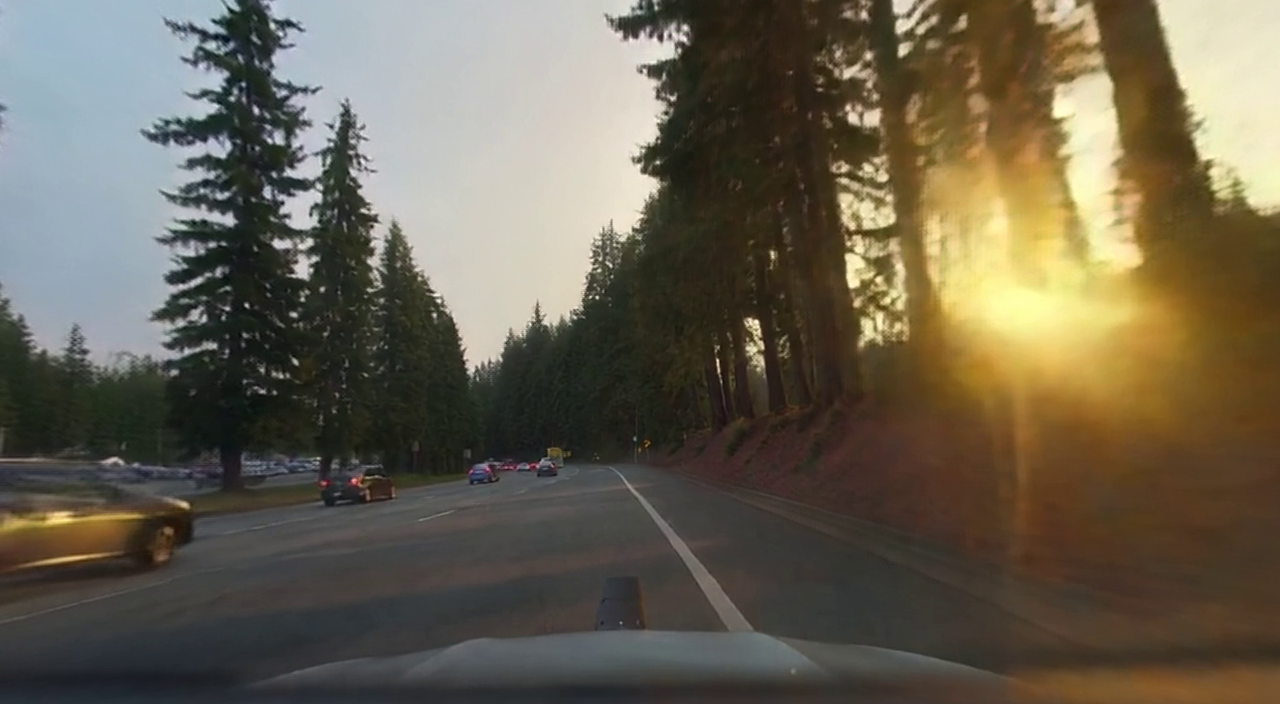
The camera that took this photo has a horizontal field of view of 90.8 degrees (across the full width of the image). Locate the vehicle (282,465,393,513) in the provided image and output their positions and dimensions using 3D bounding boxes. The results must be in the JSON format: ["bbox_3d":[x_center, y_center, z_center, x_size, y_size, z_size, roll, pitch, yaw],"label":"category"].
[{"bbox_3d":[-11.206,5.072,23.796,1.781,1.476,4.513,-1,-9,3],"label":"vehicle"}]

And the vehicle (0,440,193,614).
[{"bbox_3d":[-7.589,1.803,6.585,2.210,1.737,4.649,-1,-9,4],"label":"vehicle"}]

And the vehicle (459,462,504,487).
[{"bbox_3d":[-10.755,8.327,43.171,1.886,1.535,4.742,0,-9,0],"label":"vehicle"}]
